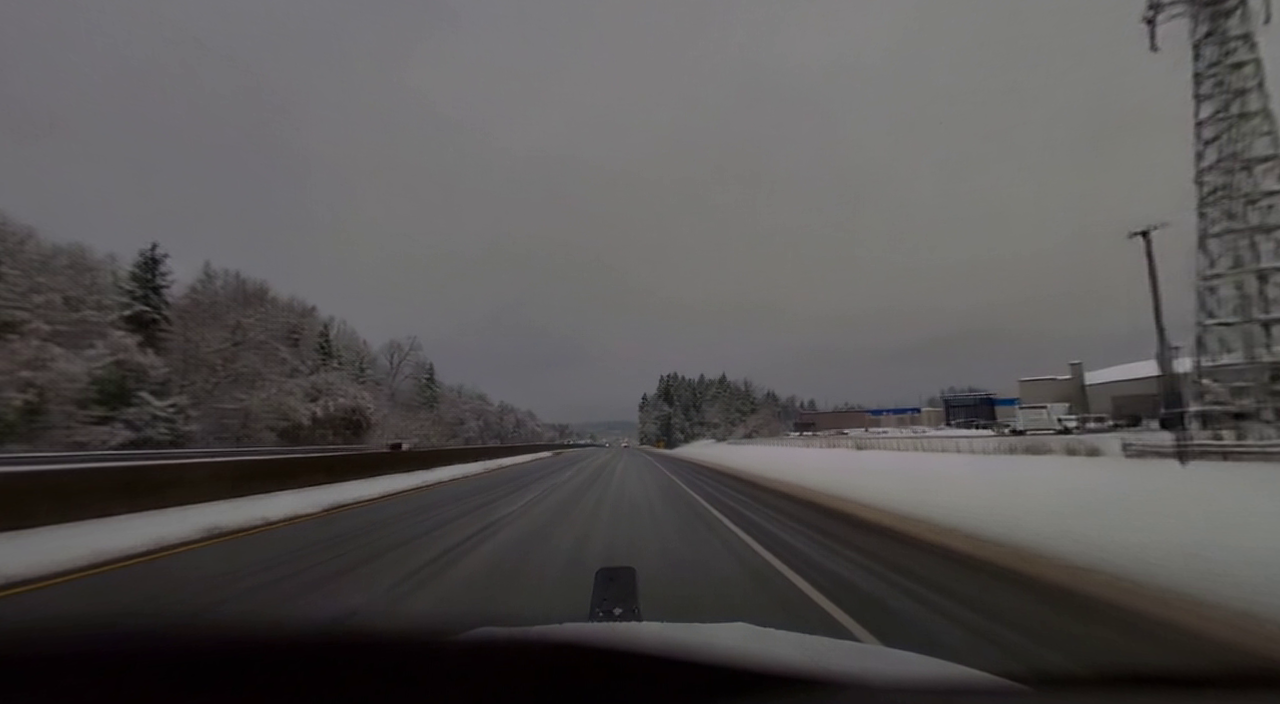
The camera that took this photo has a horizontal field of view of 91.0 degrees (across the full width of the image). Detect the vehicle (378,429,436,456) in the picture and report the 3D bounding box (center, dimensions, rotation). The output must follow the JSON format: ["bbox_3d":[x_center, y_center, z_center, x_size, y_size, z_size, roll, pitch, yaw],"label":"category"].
[{"bbox_3d":[-15.187,5.940,41.303,1.981,1.682,4.634,0,-8,0],"label":"vehicle"}]
